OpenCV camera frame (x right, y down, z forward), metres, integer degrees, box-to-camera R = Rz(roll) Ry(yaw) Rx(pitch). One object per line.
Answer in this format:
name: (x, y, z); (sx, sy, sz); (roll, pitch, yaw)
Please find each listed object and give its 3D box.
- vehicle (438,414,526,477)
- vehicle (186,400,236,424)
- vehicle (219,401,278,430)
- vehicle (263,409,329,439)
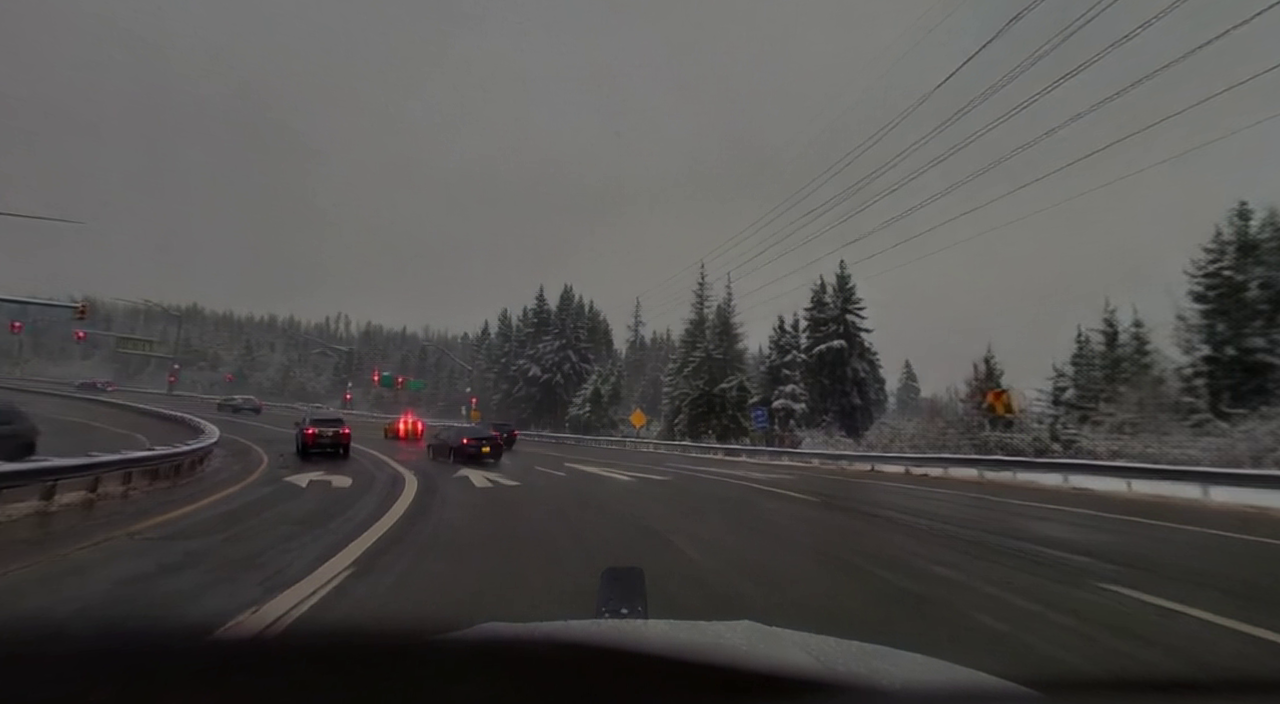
vehicle: (-5.067, 2.929, 19.805); (2.140, 1.724, 4.304); (3, -9, -21)
vehicle: (-31.252, 4.401, 45.878); (4.459, 1.486, 1.763); (-7, -11, 40)
vehicle: (-25.686, 4.211, 41.301); (4.285, 1.747, 2.076); (-8, -11, 42)
vehicle: (-19.384, 4.109, 35.444); (2.033, 1.501, 4.623); (8, -11, -42)
